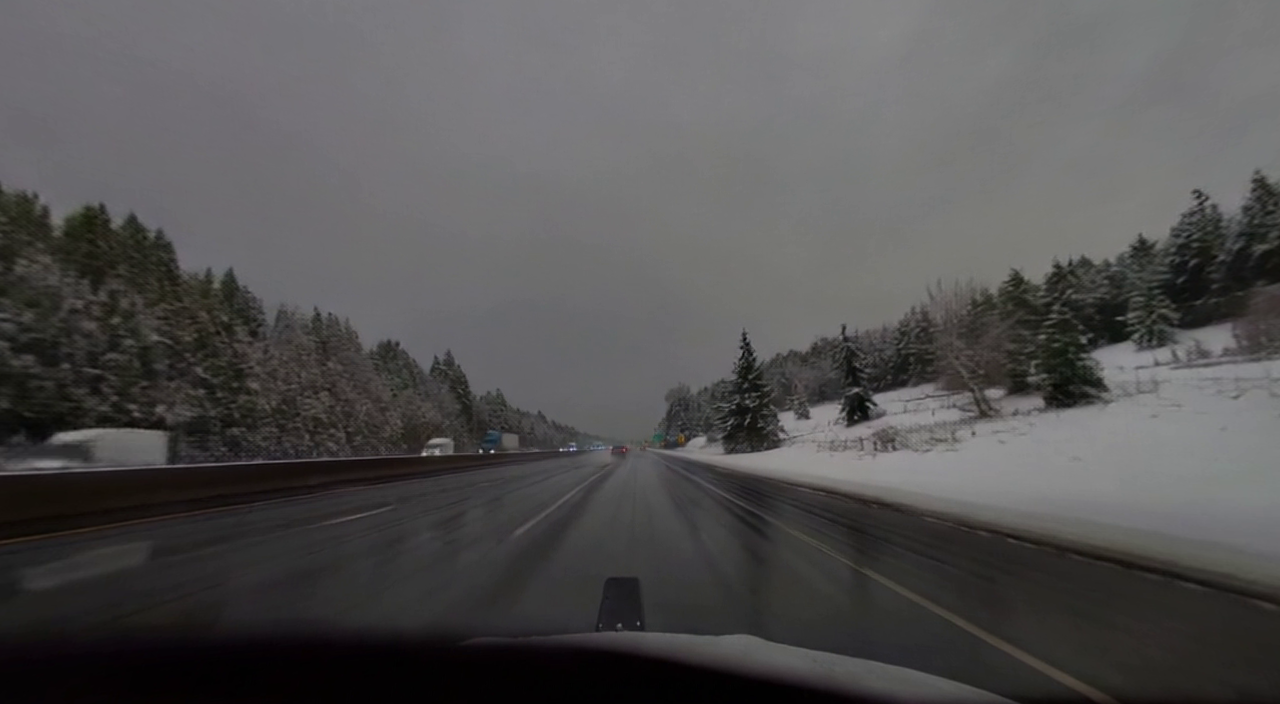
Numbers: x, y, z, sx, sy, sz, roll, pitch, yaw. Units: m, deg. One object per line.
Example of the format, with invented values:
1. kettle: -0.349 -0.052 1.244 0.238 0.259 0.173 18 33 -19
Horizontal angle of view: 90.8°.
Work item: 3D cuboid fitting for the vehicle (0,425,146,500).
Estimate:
1. vehicle: -24.170 4.467 25.881 2.629 2.666 6.284 0 -9 0
